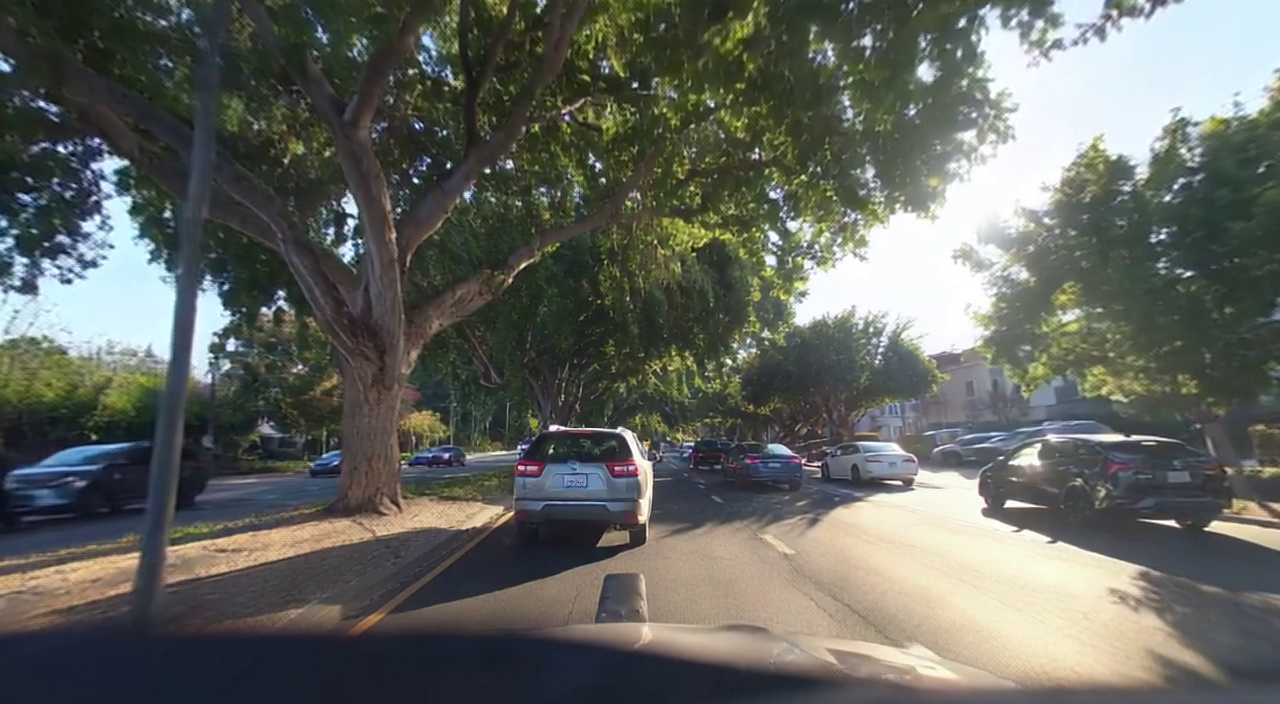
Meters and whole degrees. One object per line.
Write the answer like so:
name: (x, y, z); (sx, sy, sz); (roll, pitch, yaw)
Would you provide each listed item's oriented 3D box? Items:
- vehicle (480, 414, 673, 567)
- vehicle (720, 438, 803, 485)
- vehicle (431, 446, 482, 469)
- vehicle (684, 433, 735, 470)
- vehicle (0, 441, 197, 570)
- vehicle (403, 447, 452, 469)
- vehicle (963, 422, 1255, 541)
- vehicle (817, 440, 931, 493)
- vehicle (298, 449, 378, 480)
vehicle: (-0.846, 1.794, 8.875); (2.106, 1.655, 3.717); (1, -8, -5)
vehicle: (4.171, 3.856, 22.543); (2.175, 1.477, 4.520); (0, -8, 2)
vehicle: (-12.144, 6.993, 42.080); (1.981, 1.463, 4.395); (0, -8, 1)
vehicle: (3.645, 5.337, 34.072); (2.114, 1.846, 4.659); (0, -8, -1)
vehicle: (-8.372, 1.890, 8.096); (2.039, 1.466, 4.553); (0, -8, 0)
vehicle: (-16.010, 7.990, 47.846); (2.042, 1.500, 4.626); (0, -8, 1)
vehicle: (7.942, 2.210, 11.425); (2.168, 1.709, 4.289); (-1, -8, 4)
vehicle: (7.266, 3.565, 20.122); (1.977, 1.485, 4.308); (0, -8, 0)
vehicle: (-15.816, 5.882, 33.417); (1.900, 1.467, 4.609); (0, -8, 1)
